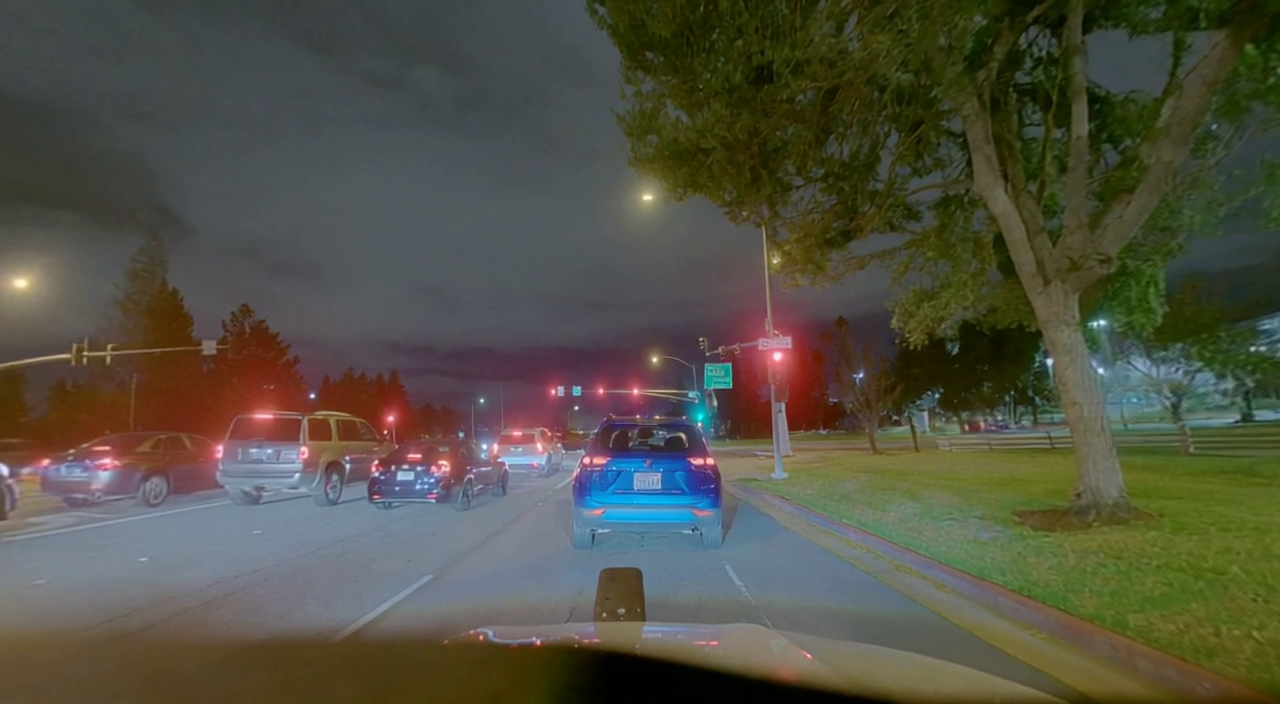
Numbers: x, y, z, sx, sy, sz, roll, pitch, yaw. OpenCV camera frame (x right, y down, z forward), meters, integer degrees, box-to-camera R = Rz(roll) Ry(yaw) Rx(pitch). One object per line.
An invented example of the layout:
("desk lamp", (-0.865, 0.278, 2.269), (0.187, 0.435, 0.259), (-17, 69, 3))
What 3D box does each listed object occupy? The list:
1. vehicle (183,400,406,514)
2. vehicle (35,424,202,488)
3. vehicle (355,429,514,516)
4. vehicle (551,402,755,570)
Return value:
("vehicle", (-7.390, 2.341, 14.398), (2.195, 2.093, 5.185), (0, -9, -1))
("vehicle", (-17.677, 3.548, 21.770), (2.136, 1.976, 4.342), (0, -9, -4))
("vehicle", (-4.080, 2.464, 13.396), (1.942, 1.523, 4.212), (0, -9, 0))
("vehicle", (0.106, 1.674, 8.573), (2.055, 1.681, 4.270), (0, -9, -1))
